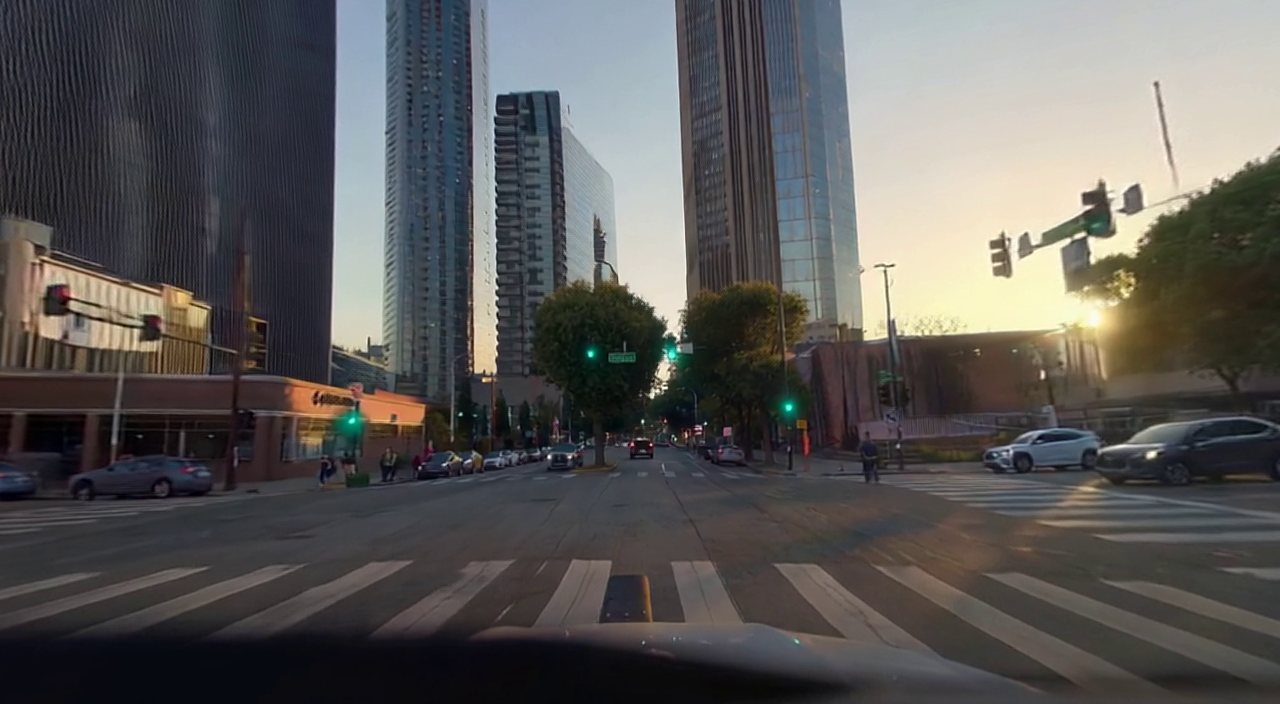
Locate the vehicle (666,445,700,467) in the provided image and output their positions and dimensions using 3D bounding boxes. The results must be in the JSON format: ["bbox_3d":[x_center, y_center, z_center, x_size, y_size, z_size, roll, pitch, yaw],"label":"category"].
[{"bbox_3d":[2.750,6.773,41.197,1.919,1.371,3.583,0,-8,-1],"label":"vehicle"}]

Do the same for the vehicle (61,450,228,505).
[{"bbox_3d":[-21.561,5.449,27.642,5.283,1.959,2.453,-3,-8,-1],"label":"vehicle"}]

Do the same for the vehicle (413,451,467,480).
[{"bbox_3d":[-12.676,7.199,40.178,2.118,1.644,4.188,0,-8,-1],"label":"vehicle"}]

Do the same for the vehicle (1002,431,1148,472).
[{"bbox_3d":[17.080,3.919,24.894,4.293,1.495,1.935,0,-8,-1],"label":"vehicle"}]

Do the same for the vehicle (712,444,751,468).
[{"bbox_3d":[6.045,6.951,42.302,1.882,1.479,4.652,0,-8,0],"label":"vehicle"}]

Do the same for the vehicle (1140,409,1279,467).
[{"bbox_3d":[20.123,2.884,21.093,4.827,1.817,2.190,0,-8,0],"label":"vehicle"}]

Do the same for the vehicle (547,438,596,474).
[{"bbox_3d":[-3.840,5.918,35.857,2.176,1.804,4.740,-3,-9,0],"label":"vehicle"}]
